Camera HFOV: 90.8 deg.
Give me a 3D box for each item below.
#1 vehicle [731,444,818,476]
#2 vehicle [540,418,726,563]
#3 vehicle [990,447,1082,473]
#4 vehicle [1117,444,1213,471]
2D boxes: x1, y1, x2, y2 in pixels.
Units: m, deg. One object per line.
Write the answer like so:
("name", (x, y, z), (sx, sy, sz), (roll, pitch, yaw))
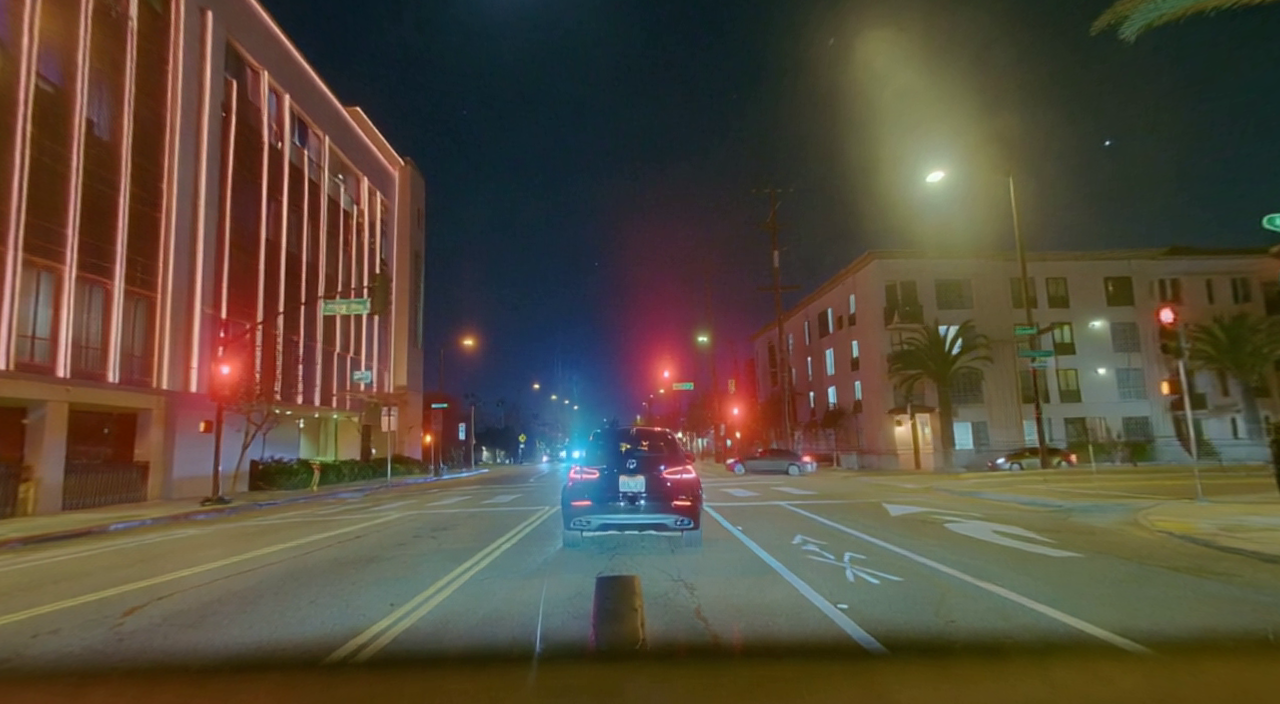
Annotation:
("vehicle", (8.035, 6.440, 37.912), (4.649, 1.760, 2.029), (-5, -10, 30))
("vehicle", (-0.084, 1.875, 9.228), (2.144, 1.643, 3.770), (0, -8, 0))
("vehicle", (24.197, 6.596, 38.678), (4.417, 1.462, 1.761), (0, -8, -1))
("vehicle", (32.161, 6.467, 38.775), (4.234, 1.613, 1.812), (0, -8, -1))
